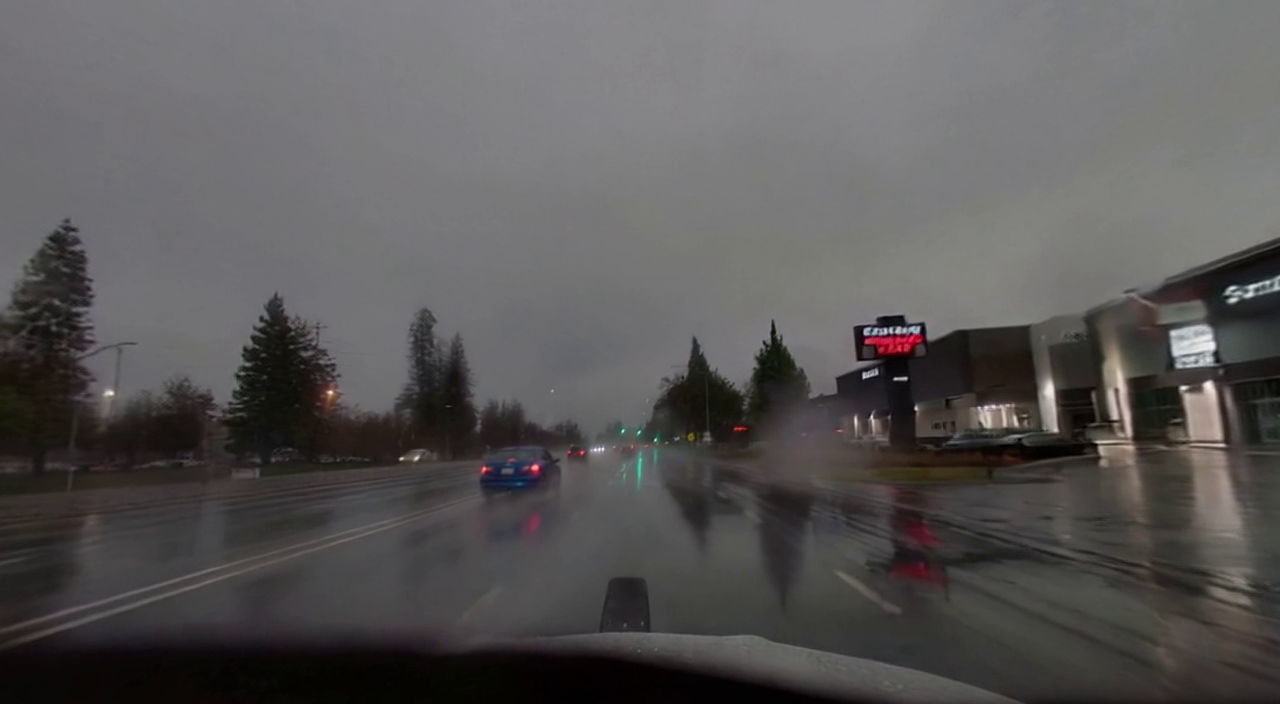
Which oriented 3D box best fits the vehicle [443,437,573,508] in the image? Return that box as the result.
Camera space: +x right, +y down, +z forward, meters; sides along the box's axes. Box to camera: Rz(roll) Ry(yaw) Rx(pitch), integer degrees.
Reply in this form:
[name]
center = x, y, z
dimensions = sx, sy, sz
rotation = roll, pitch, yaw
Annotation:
[vehicle]
center = -3.033, 2.883, 15.553
dimensions = 2.152, 1.479, 4.394
rotation = 0, -9, 2
